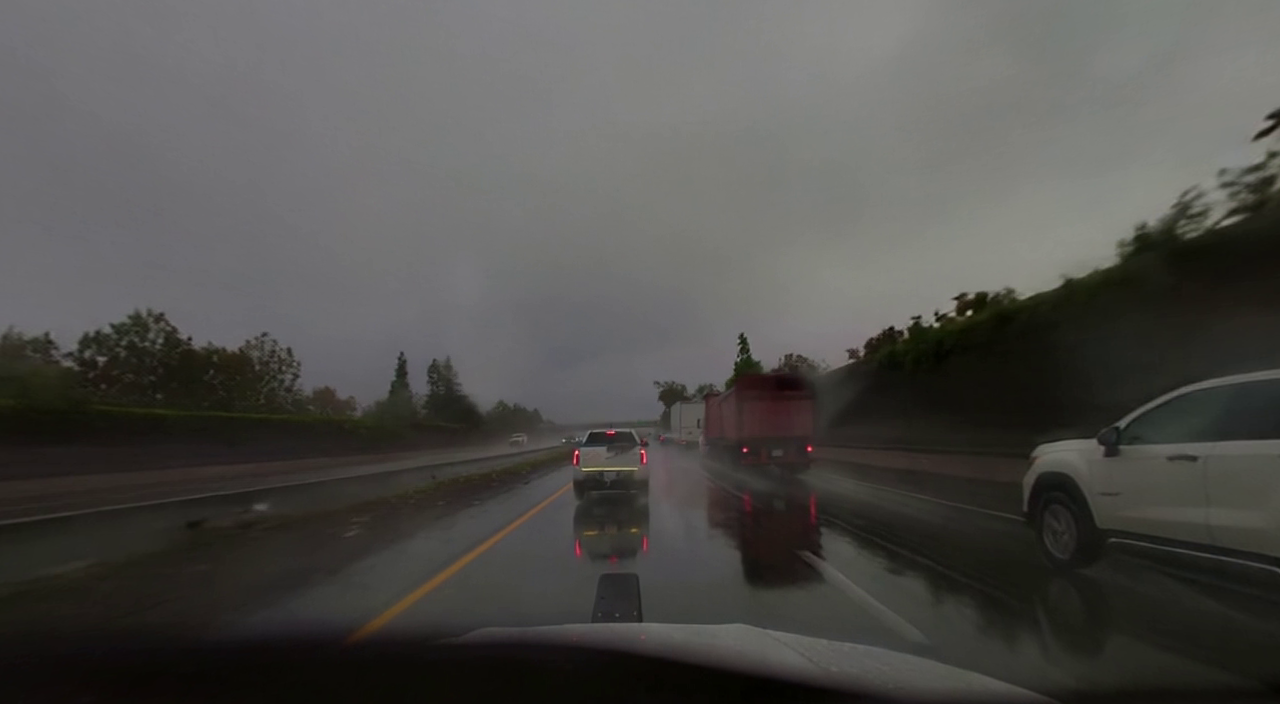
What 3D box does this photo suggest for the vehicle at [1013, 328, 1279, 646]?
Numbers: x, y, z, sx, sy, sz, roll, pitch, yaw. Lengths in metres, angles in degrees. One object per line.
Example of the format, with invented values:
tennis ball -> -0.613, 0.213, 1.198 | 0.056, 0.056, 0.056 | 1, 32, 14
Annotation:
vehicle -> 4.879, 0.908, 4.518 | 2.011, 1.905, 3.905 | 0, -8, 1

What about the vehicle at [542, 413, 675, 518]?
vehicle -> -0.524, 2.049, 12.015 | 2.082, 1.638, 4.055 | 0, -8, -1

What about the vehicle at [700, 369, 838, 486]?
vehicle -> 3.765, 2.510, 20.699 | 2.723, 3.027, 8.478 | 0, -7, 0
